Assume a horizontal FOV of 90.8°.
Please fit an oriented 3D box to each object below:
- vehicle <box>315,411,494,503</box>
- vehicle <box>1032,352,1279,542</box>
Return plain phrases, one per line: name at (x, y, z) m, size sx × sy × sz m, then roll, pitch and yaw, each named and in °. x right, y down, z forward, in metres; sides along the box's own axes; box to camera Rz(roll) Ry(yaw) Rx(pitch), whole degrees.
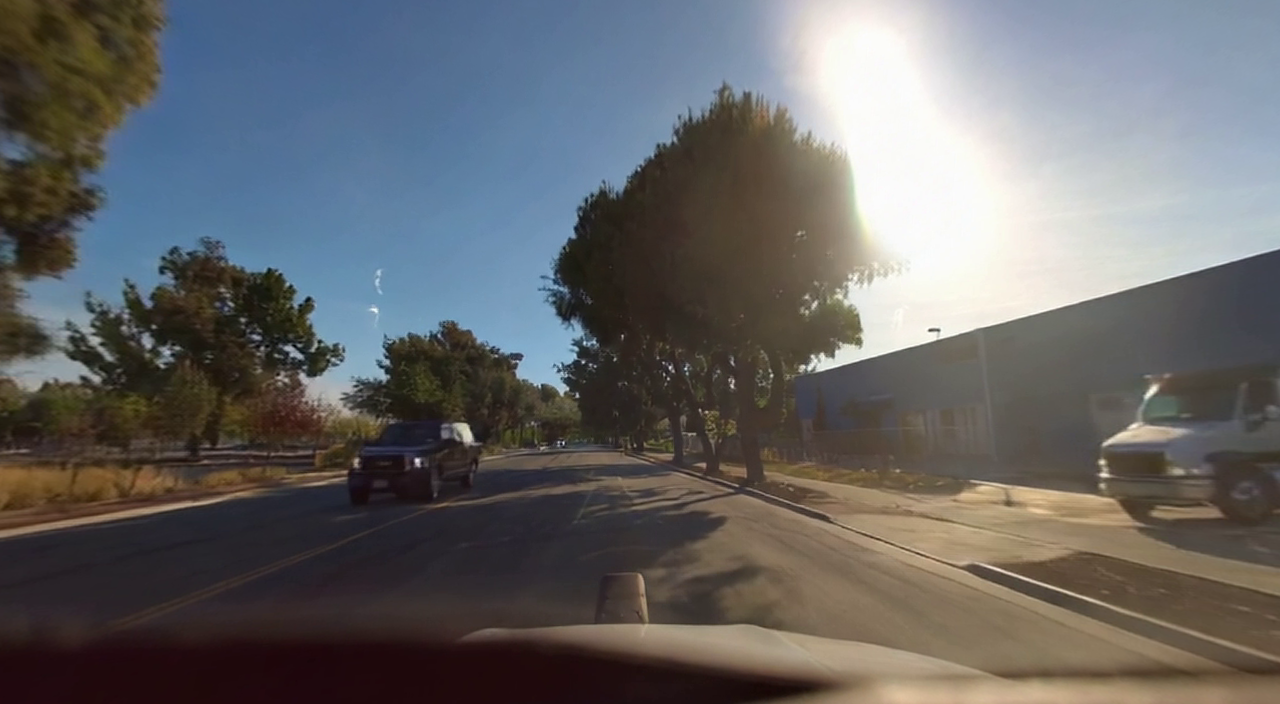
vehicle at (-6.254, 2.919, 18.010) m, size 2.770 × 2.135 × 6.329 m, roll 0°, pitch -8°, yaw -1°
vehicle at (10.473, 1.351, 9.734) m, size 7.188 × 2.416 × 2.528 m, roll -1°, pitch -8°, yaw -4°
